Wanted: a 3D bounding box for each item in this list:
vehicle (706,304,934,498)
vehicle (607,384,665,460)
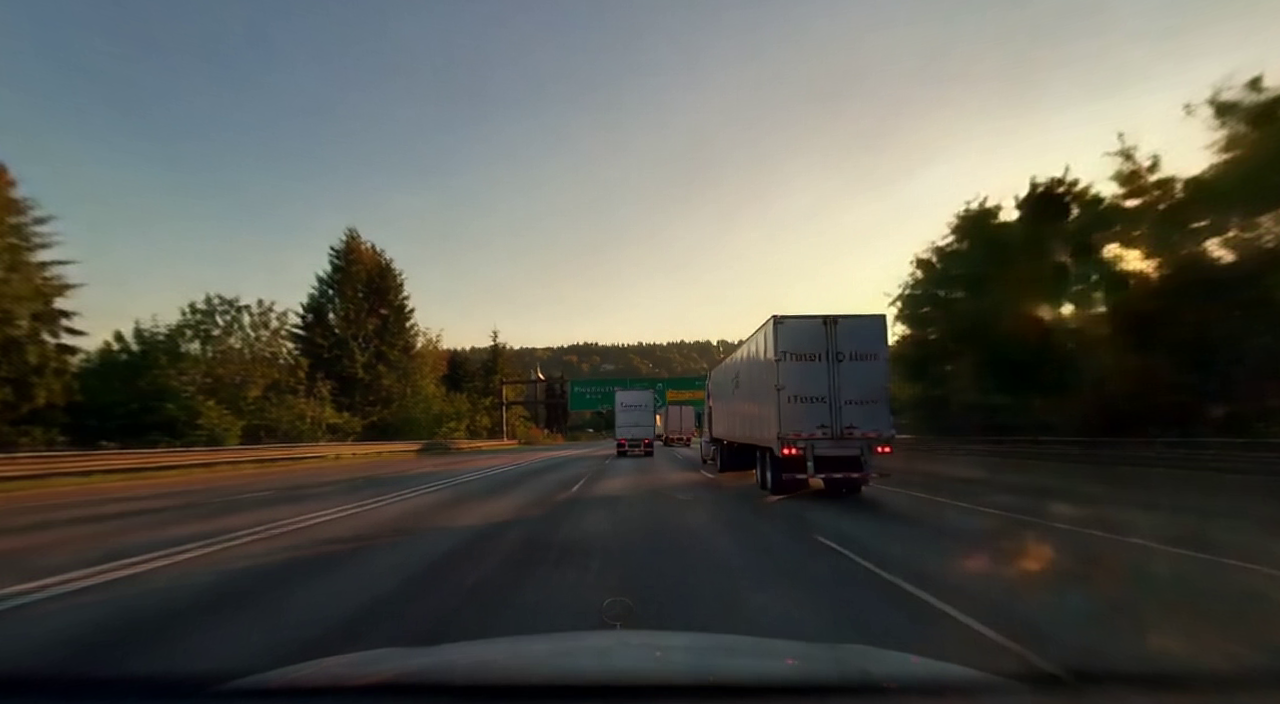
[{"bbox_3d":[4.562,1.985,20.712,2.856,4.145,14.500,0,-8,-2],"label":"vehicle"},{"bbox_3d":[-0.294,4.305,37.809,2.958,3.917,10.196,0,-8,-1],"label":"vehicle"}]
